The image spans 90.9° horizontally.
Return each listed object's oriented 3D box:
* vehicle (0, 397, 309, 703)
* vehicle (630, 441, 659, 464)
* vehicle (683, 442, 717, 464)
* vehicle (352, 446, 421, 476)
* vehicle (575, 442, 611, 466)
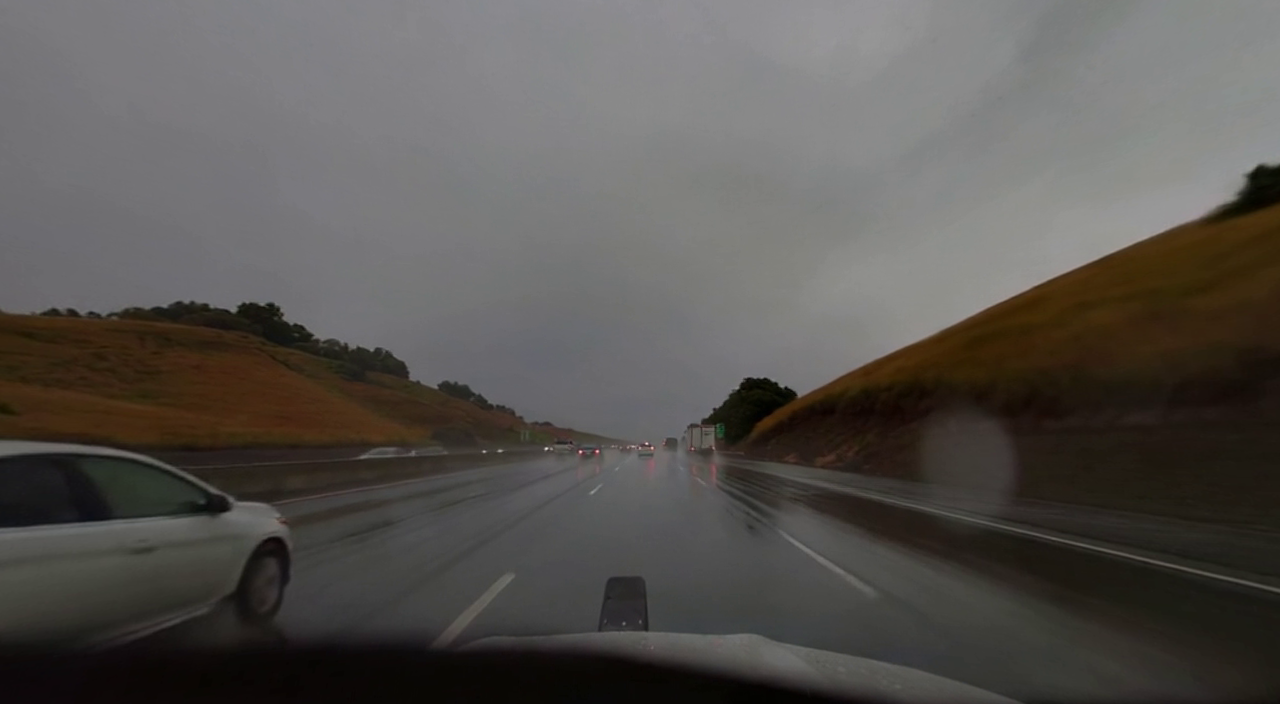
[{"bbox_3d":[-3.375,0.899,2.129,1.997,1.502,4.554,0,-8,1],"label":"vehicle"},{"bbox_3d":[0.324,7.541,47.462,2.031,1.566,3.904,0,-8,0],"label":"vehicle"},{"bbox_3d":[4.420,7.480,46.808,2.027,1.525,4.348,0,-8,-1],"label":"vehicle"},{"bbox_3d":[-13.269,5.703,33.249,1.815,1.414,4.210,0,-8,1],"label":"vehicle"},{"bbox_3d":[-3.200,7.053,43.863,2.091,1.552,4.516,0,-8,0],"label":"vehicle"}]
